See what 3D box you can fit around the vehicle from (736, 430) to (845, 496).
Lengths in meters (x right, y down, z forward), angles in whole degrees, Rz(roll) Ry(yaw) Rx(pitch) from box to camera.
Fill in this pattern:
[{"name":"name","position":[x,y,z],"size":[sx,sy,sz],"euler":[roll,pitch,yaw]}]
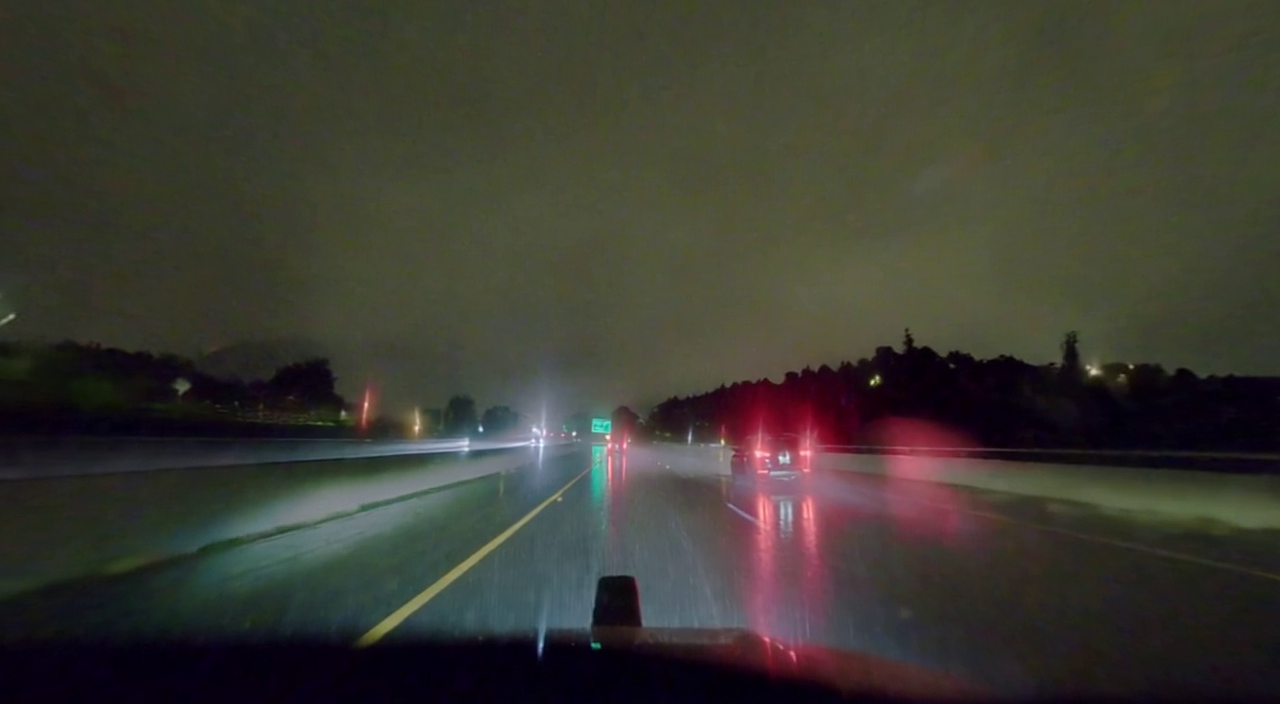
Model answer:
[{"name":"vehicle","position":[3.808,2.855,16.575],"size":[1.852,1.513,3.652],"euler":[0,-8,-2]}]

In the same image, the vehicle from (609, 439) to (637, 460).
[{"name":"vehicle","position":[-1.337,7.229,46.884],"size":[1.998,1.512,3.735],"euler":[0,-8,-3]}]
